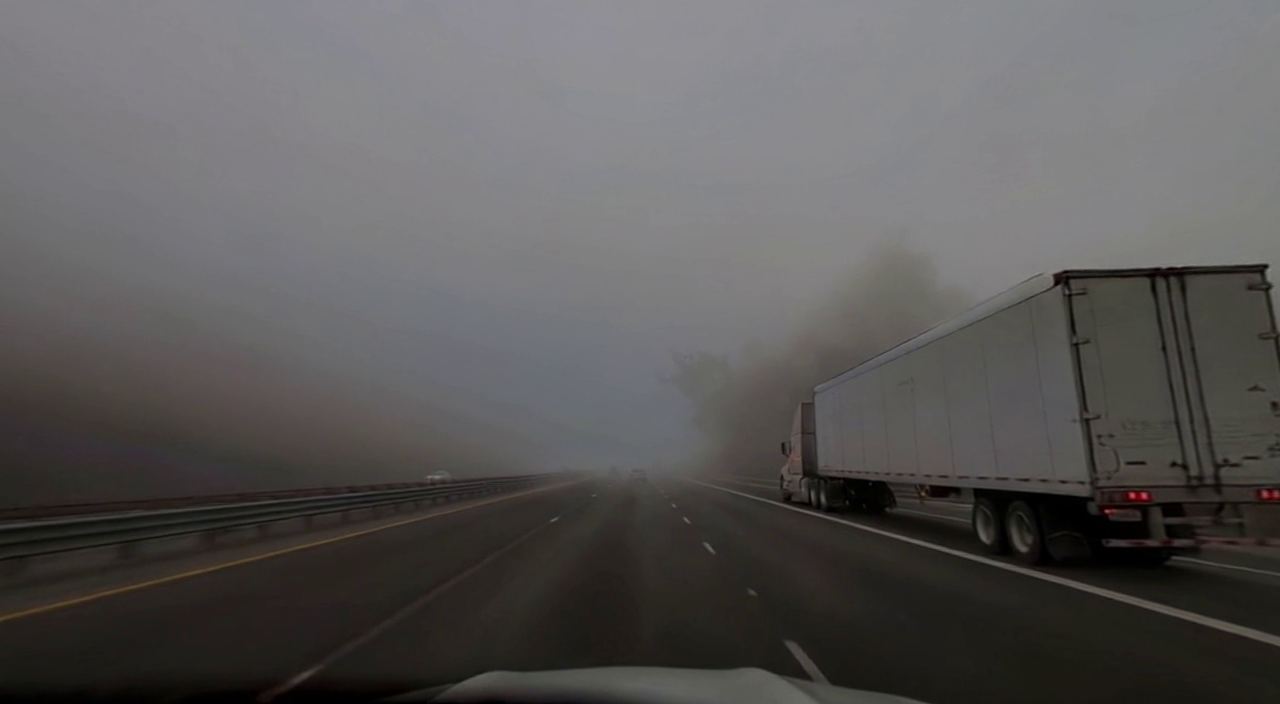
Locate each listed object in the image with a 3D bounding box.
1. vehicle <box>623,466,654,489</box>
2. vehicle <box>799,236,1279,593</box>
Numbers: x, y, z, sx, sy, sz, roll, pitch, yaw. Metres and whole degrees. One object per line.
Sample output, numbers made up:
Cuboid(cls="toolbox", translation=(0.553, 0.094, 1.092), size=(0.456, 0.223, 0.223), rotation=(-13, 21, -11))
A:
Cuboid(cls="vehicle", translation=(-0.111, 8.687, 43.709), size=(2.029, 1.459, 3.684), rotation=(1, -10, 0))
Cuboid(cls="vehicle", translation=(6.851, 1.872, 14.028), size=(2.926, 4.073, 13.836), rotation=(1, -10, 0))
